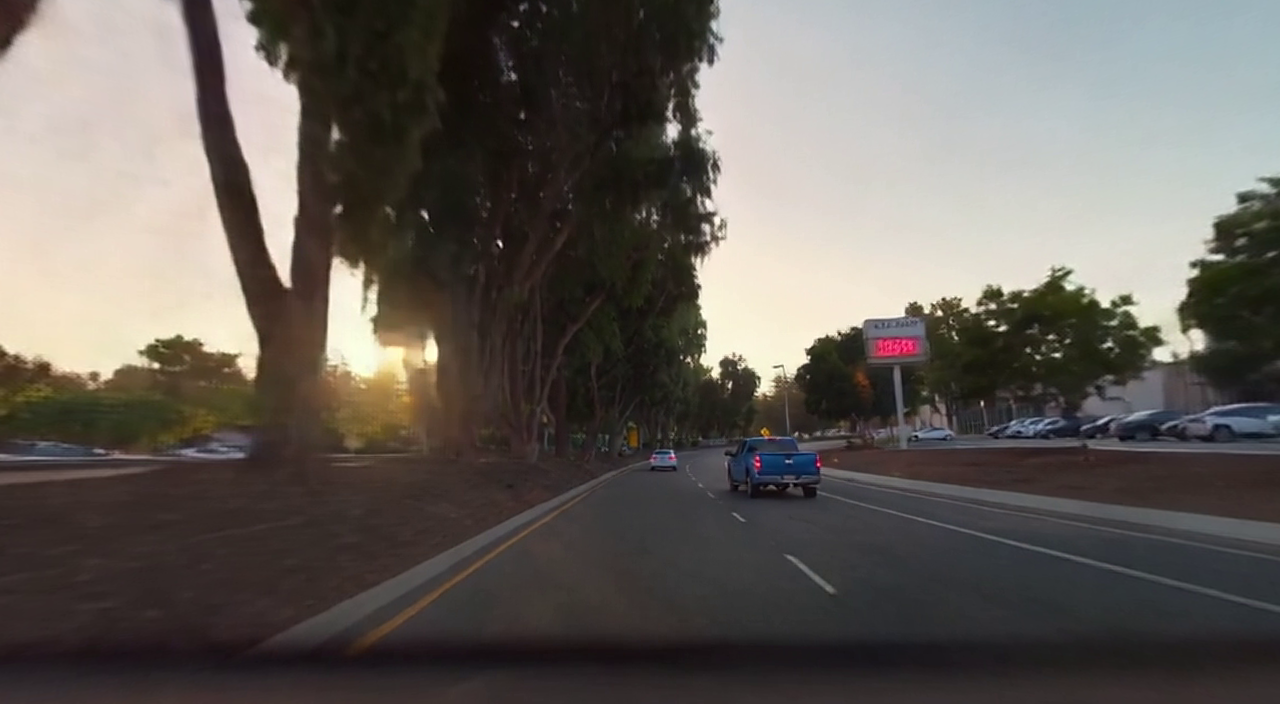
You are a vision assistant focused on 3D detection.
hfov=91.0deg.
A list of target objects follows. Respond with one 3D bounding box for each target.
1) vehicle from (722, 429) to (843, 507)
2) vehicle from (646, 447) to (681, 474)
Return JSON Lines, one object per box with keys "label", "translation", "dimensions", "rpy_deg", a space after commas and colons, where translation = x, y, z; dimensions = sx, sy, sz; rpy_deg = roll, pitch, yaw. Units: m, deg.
{"label": "vehicle", "translation": [3.948, 3.354, 18.725], "dimensions": [2.367, 1.919, 5.651], "rpy_deg": [1, -9, 1]}
{"label": "vehicle", "translation": [1.430, 6.449, 37.705], "dimensions": [1.968, 1.521, 4.262], "rpy_deg": [0, -9, 2]}
